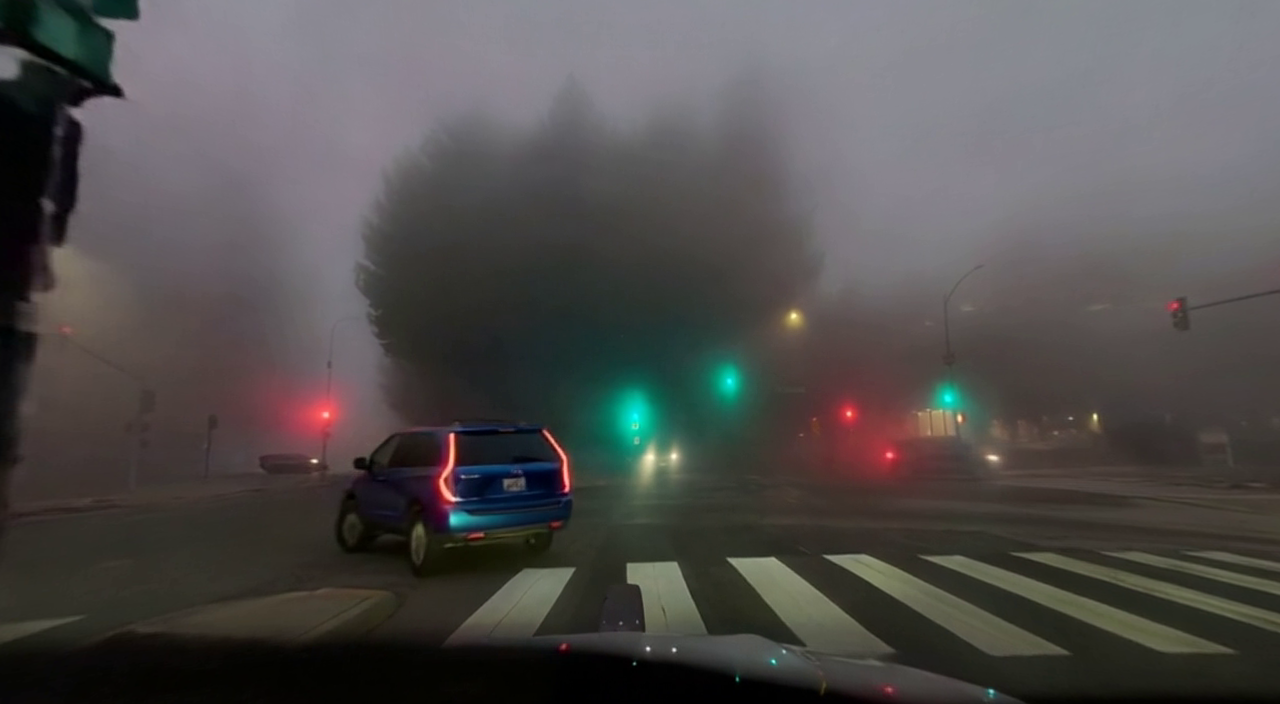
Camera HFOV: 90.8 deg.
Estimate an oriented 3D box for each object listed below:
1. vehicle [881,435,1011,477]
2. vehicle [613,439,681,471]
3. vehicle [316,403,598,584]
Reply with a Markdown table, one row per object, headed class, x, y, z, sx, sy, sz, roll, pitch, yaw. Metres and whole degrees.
| class | x | y | z | sx | sy | sz | roll | pitch | yaw |
| --- | --- | --- | --- | --- | --- | --- | --- | --- | --- |
| vehicle | 12.443 | 4.235 | 25.922 | 4.529 | 1.604 | 2.130 | -4 | -9 | 25 |
| vehicle | 0.311 | 5.768 | 35.552 | 1.998 | 1.674 | 4.652 | 4 | -9 | -24 |
| vehicle | -2.648 | 1.747 | 8.605 | 2.085 | 1.807 | 4.038 | 7 | -11 | -41 |
